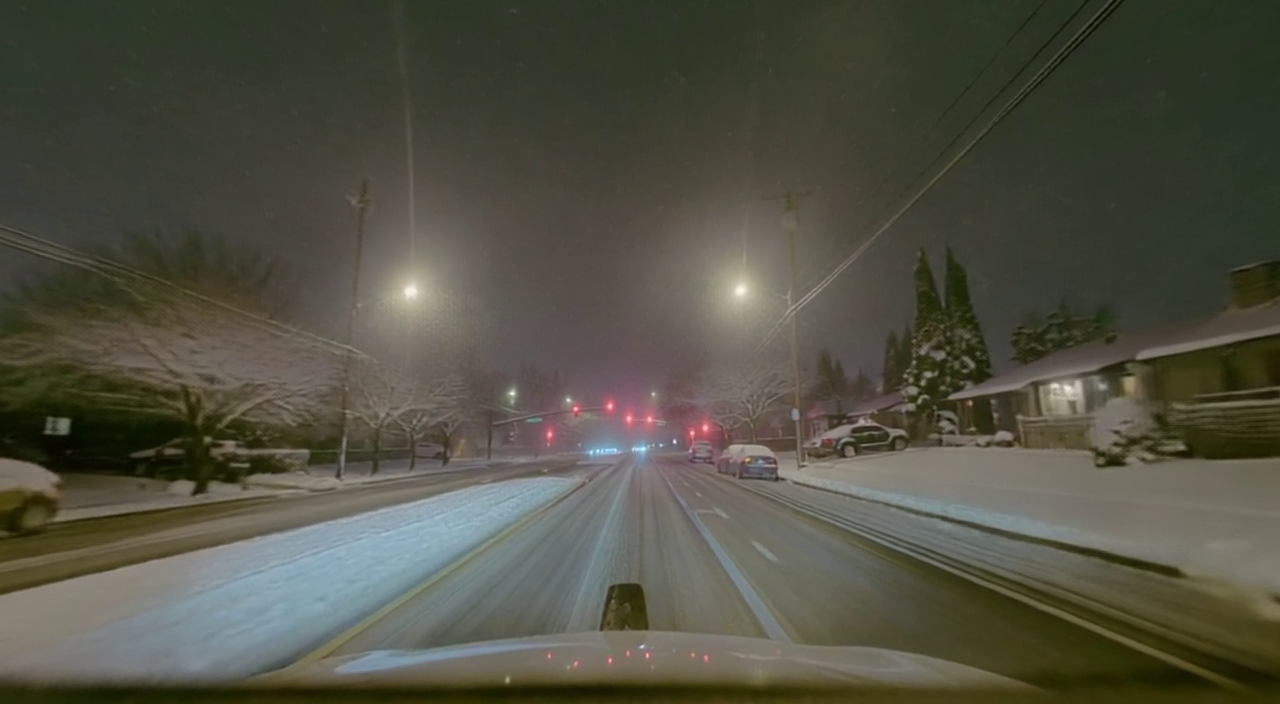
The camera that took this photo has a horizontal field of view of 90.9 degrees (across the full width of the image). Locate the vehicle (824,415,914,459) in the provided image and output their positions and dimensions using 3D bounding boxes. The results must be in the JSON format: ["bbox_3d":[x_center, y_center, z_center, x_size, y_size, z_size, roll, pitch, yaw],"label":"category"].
[{"bbox_3d":[13.529,5.054,37.428,4.284,1.725,1.981,-11,-9,-1],"label":"vehicle"}]

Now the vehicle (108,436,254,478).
[{"bbox_3d":[-20.986,4.814,29.023,4.759,1.824,2.442,0,-8,0],"label":"vehicle"}]

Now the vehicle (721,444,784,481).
[{"bbox_3d":[4.763,4.737,27.381,1.881,1.435,4.525,0,-9,-1],"label":"vehicle"}]
